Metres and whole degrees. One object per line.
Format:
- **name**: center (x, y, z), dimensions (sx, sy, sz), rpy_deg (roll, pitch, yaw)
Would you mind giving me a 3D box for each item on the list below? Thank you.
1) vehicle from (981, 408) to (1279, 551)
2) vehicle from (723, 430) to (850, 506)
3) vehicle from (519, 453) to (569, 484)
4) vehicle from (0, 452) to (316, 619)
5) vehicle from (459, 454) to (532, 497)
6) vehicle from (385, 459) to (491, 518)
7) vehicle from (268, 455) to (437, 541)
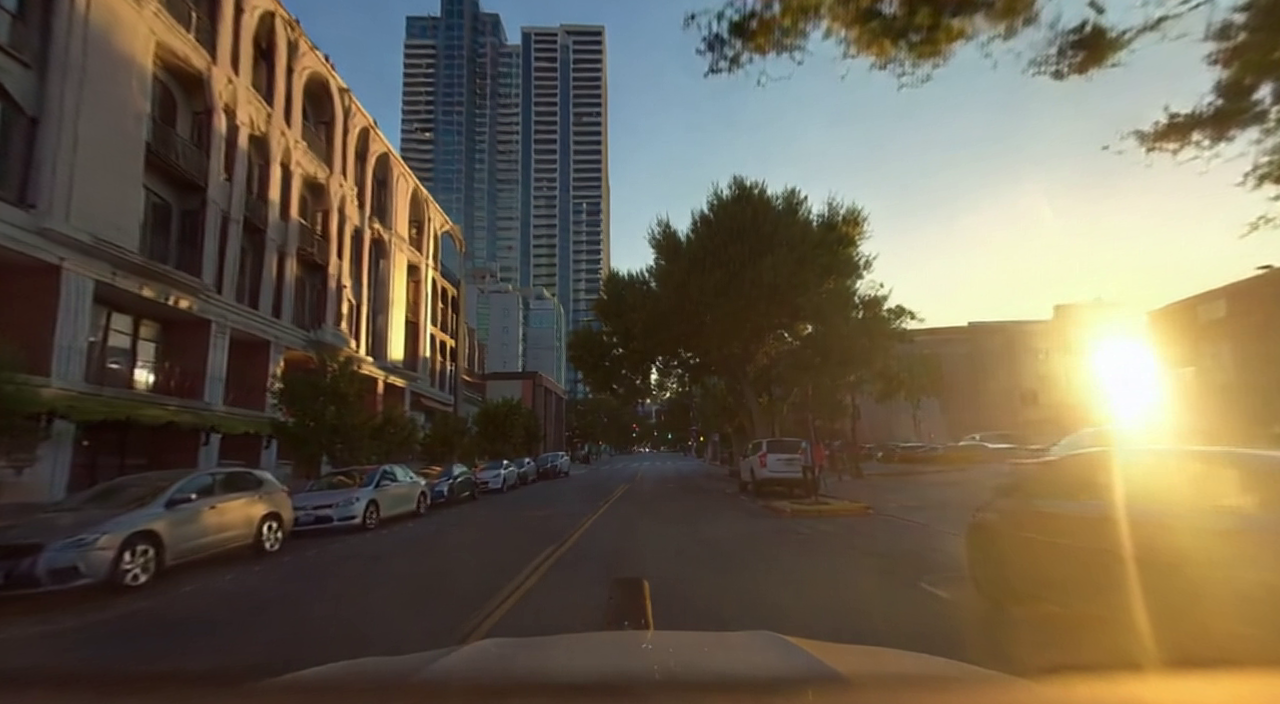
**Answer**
- **vehicle**: center (8.394, 1.886, 9.755), dimensions (4.772, 1.876, 2.400), rpy_deg (-1, -8, 1)
- **vehicle**: center (4.435, 3.640, 20.460), dimensions (2.568, 2.001, 5.999), rpy_deg (-2, -8, -1)
- **vehicle**: center (-5.605, 6.857, 37.325), dimensions (2.270, 1.539, 4.855), rpy_deg (-2, -8, -1)
- **vehicle**: center (-6.795, 2.270, 8.826), dimensions (2.123, 1.596, 4.659), rpy_deg (-2, -8, -1)
- **vehicle**: center (-6.065, 5.215, 26.989), dimensions (2.110, 1.498, 4.555), rpy_deg (-2, -8, -1)
- **vehicle**: center (-6.354, 4.326, 20.516), dimensions (1.889, 1.451, 5.013), rpy_deg (-2, -8, -1)
- **vehicle**: center (-6.595, 3.351, 15.193), dimensions (1.944, 1.574, 4.717), rpy_deg (-2, -8, -1)
